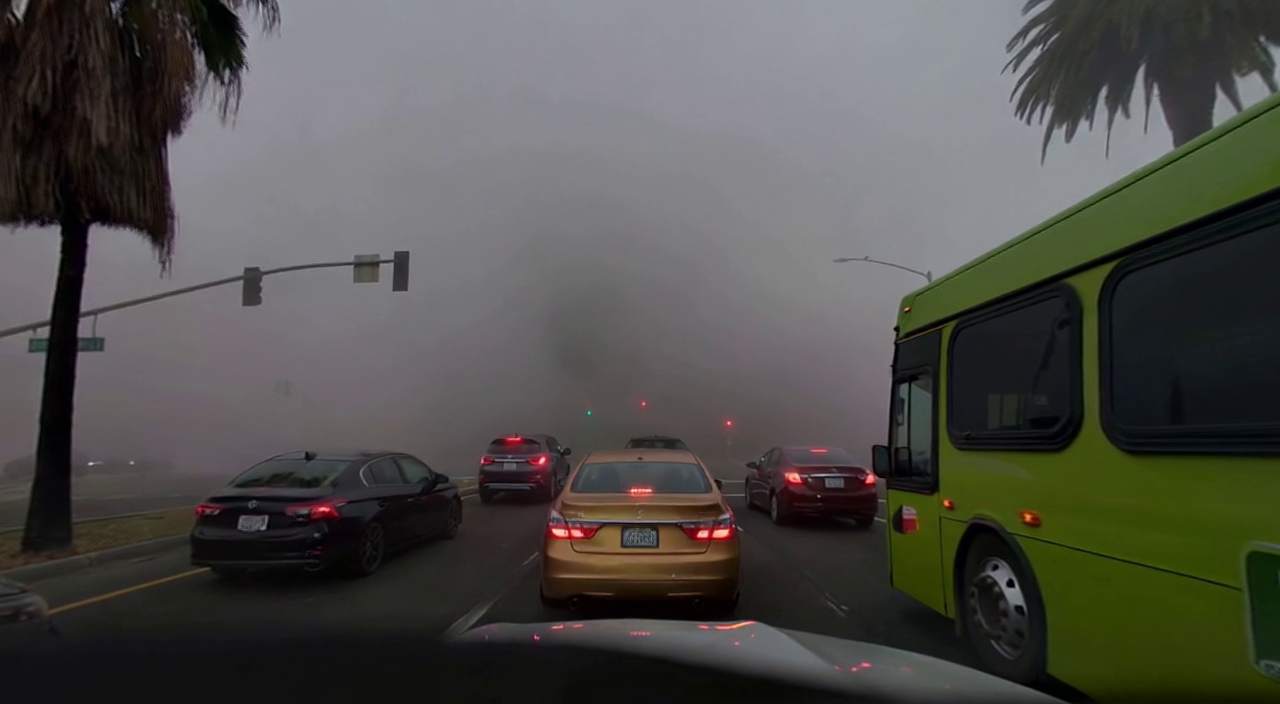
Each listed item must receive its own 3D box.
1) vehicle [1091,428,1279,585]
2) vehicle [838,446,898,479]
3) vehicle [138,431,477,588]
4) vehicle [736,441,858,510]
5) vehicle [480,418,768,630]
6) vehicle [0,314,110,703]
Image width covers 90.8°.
[{"bbox_3d":[7.700,1.678,7.075,2.181,1.607,4.236,0,-9,1],"label":"vehicle"},{"bbox_3d":[11.938,5.712,32.944,2.089,1.597,4.440,-5,-10,30],"label":"vehicle"},{"bbox_3d":[-3.610,1.768,7.952,1.919,1.415,4.178,0,-9,1],"label":"vehicle"},{"bbox_3d":[3.726,2.997,15.859,1.989,1.467,4.364,0,-9,1],"label":"vehicle"},{"bbox_3d":[-0.120,1.528,6.520,2.060,1.499,3.831,0,-9,0],"label":"vehicle"},{"bbox_3d":[-3.571,0.467,0.323,2.145,1.824,4.974,0,-9,2],"label":"vehicle"}]
